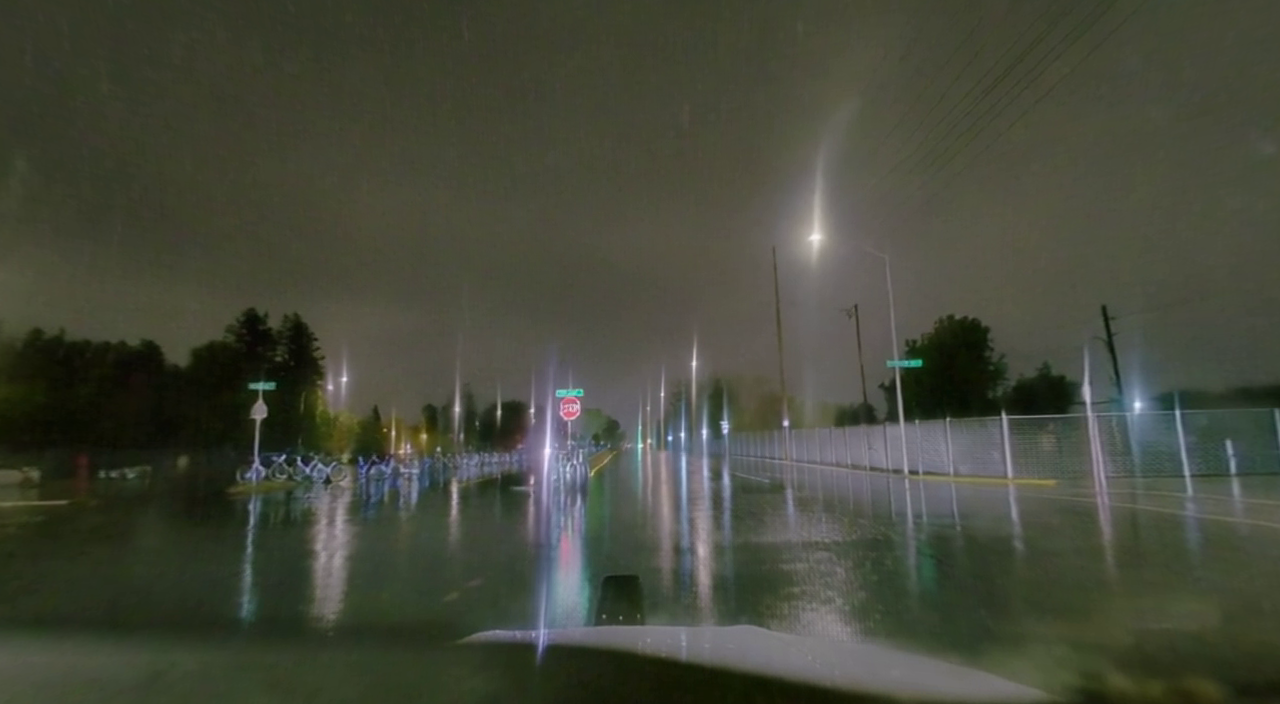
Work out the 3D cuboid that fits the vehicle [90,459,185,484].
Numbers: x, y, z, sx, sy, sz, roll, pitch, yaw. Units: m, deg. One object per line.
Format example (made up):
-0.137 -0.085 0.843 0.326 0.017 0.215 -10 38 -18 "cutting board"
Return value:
-33.592 7.995 42.373 4.569 1.558 1.903 1 -9 -5 "vehicle"
